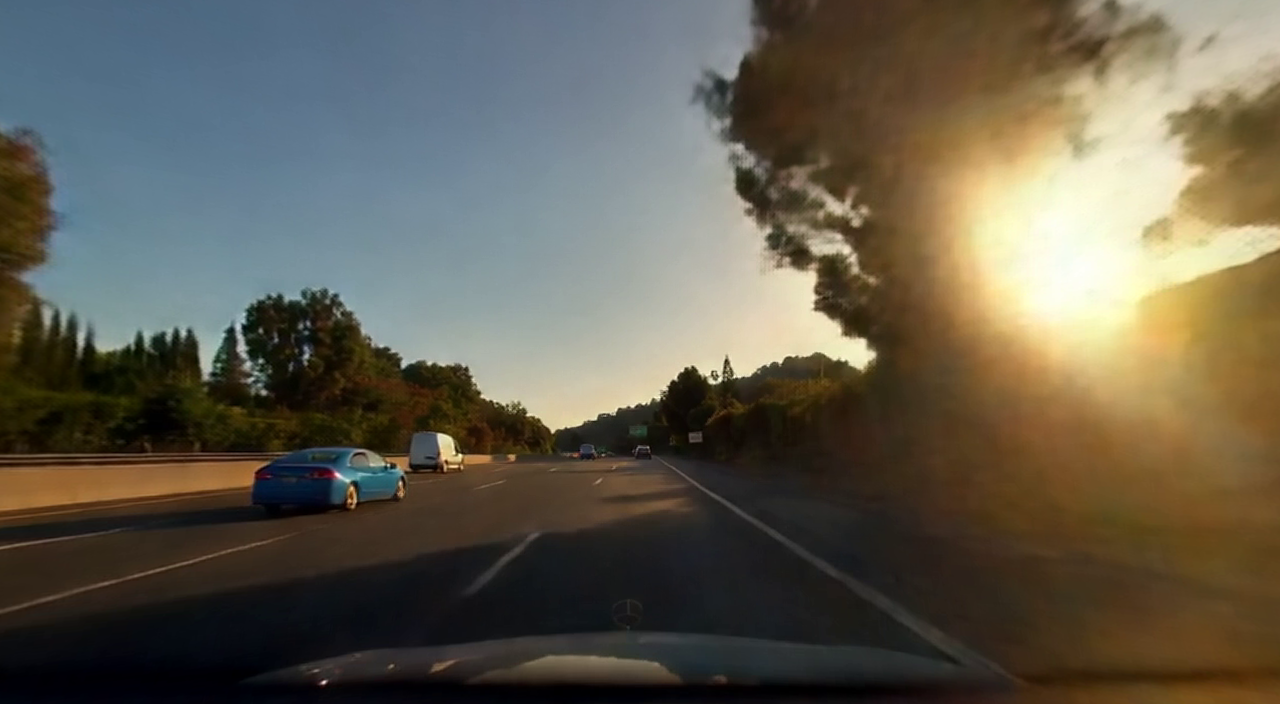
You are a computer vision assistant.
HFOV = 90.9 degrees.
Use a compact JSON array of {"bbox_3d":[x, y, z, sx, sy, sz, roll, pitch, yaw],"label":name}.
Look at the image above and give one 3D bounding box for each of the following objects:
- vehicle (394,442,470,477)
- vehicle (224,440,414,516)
[{"bbox_3d":[-10.969,5.681,33.692,2.249,1.735,5.018,0,-8,1],"label":"vehicle"},{"bbox_3d":[-7.236,2.862,14.938,1.981,1.486,4.735,0,-8,1],"label":"vehicle"}]
